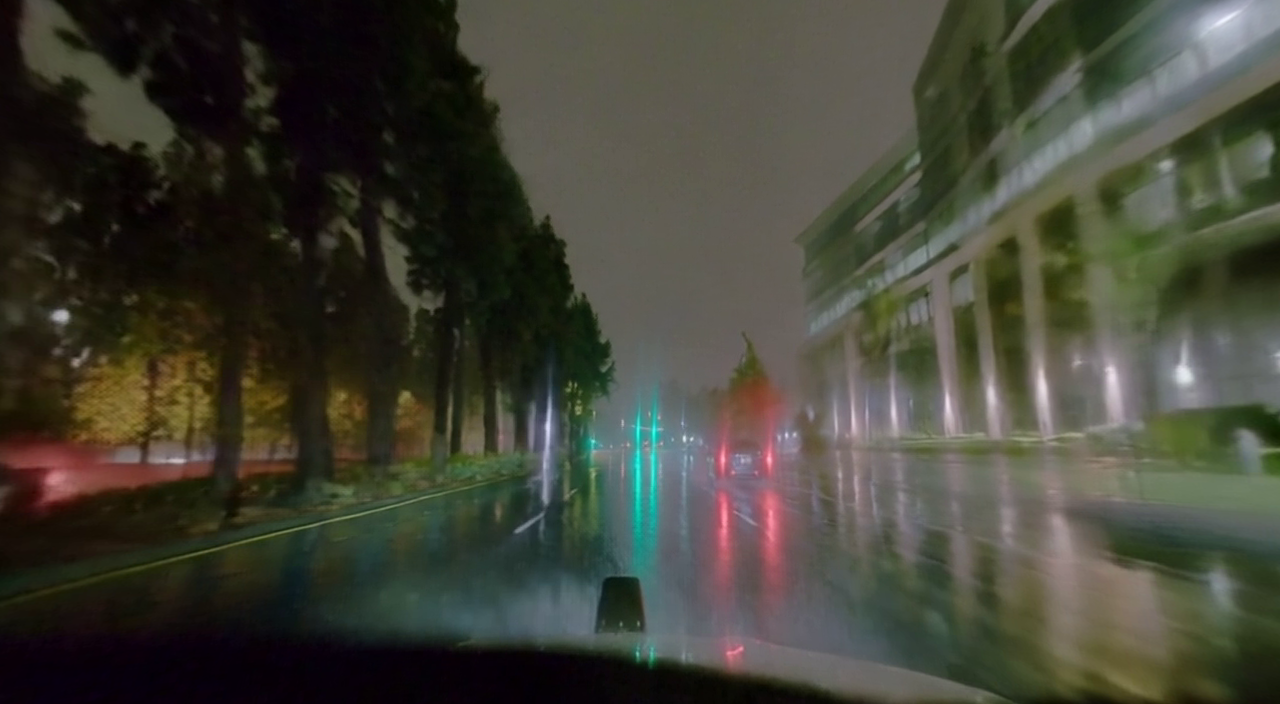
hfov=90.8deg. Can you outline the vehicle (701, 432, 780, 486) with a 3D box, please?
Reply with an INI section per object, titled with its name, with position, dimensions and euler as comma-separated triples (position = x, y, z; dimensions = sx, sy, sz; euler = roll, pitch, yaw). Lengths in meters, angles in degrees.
[vehicle]
position = 3.485, 3.818, 22.840
dimensions = 2.083, 1.743, 4.354
euler = 0, -8, -1
